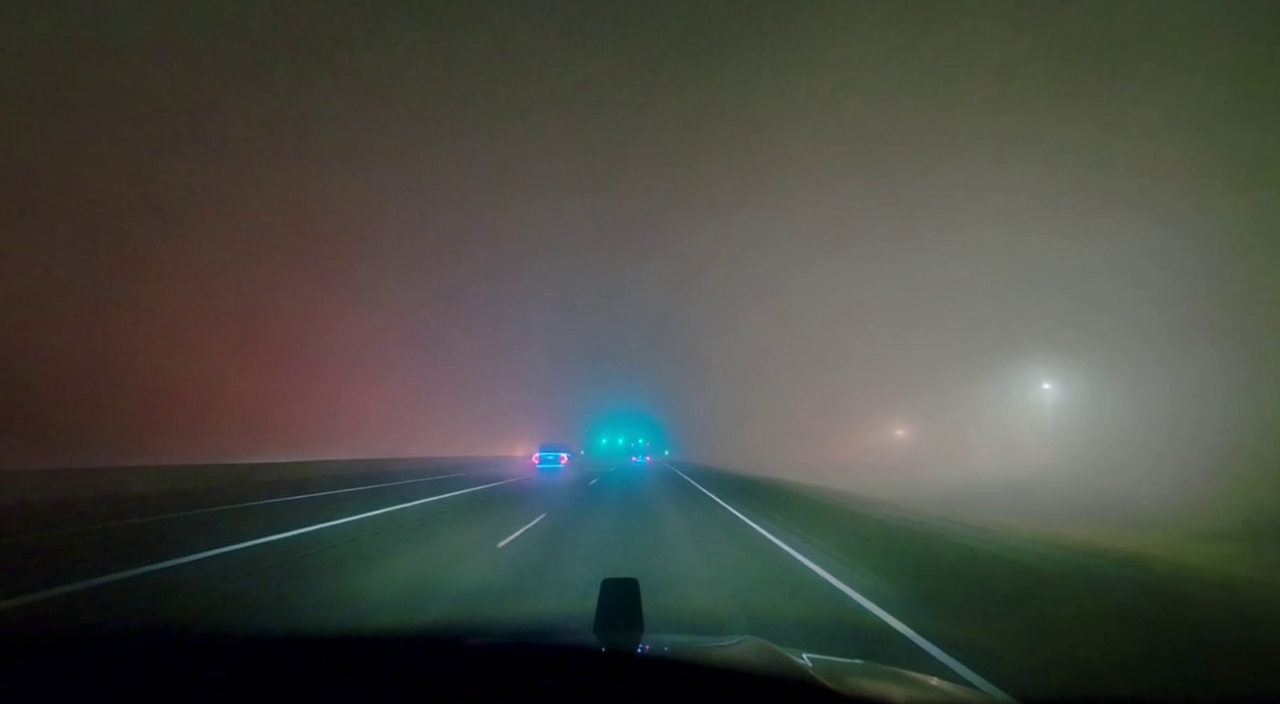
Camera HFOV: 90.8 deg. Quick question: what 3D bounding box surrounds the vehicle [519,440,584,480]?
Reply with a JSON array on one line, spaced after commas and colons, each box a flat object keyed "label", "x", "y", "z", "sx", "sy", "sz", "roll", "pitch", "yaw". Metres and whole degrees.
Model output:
[{"label": "vehicle", "x": -4.124, "y": 5.137, "z": 30.300, "sx": 2.272, "sy": 1.759, "sz": 5.058, "roll": 0, "pitch": -9, "yaw": 1}]

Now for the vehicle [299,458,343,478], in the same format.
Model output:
[{"label": "vehicle", "x": -24.600, "y": 8.968, "z": 48.783, "sx": 1.615, "sy": 1.391, "sz": 3.636, "roll": 0, "pitch": -9, "yaw": -3}]
